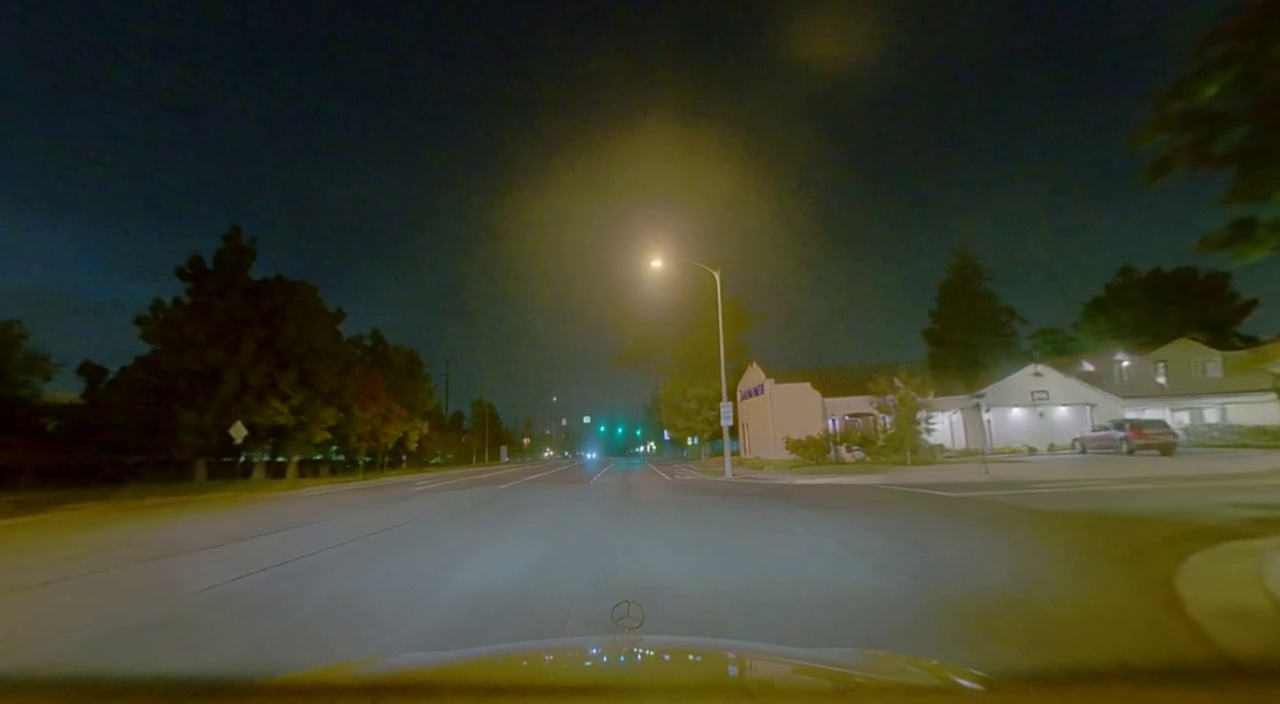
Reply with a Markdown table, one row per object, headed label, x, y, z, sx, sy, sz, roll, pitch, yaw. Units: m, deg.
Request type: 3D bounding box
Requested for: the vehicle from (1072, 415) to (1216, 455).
| label | x | y | z | sx | sy | sz | roll | pitch | yaw |
| --- | --- | --- | --- | --- | --- | --- | --- | --- | --- |
| vehicle | 21.828 | 3.710 | 27.695 | 2.028 | 1.584 | 4.971 | 0 | -9 | -3 |
